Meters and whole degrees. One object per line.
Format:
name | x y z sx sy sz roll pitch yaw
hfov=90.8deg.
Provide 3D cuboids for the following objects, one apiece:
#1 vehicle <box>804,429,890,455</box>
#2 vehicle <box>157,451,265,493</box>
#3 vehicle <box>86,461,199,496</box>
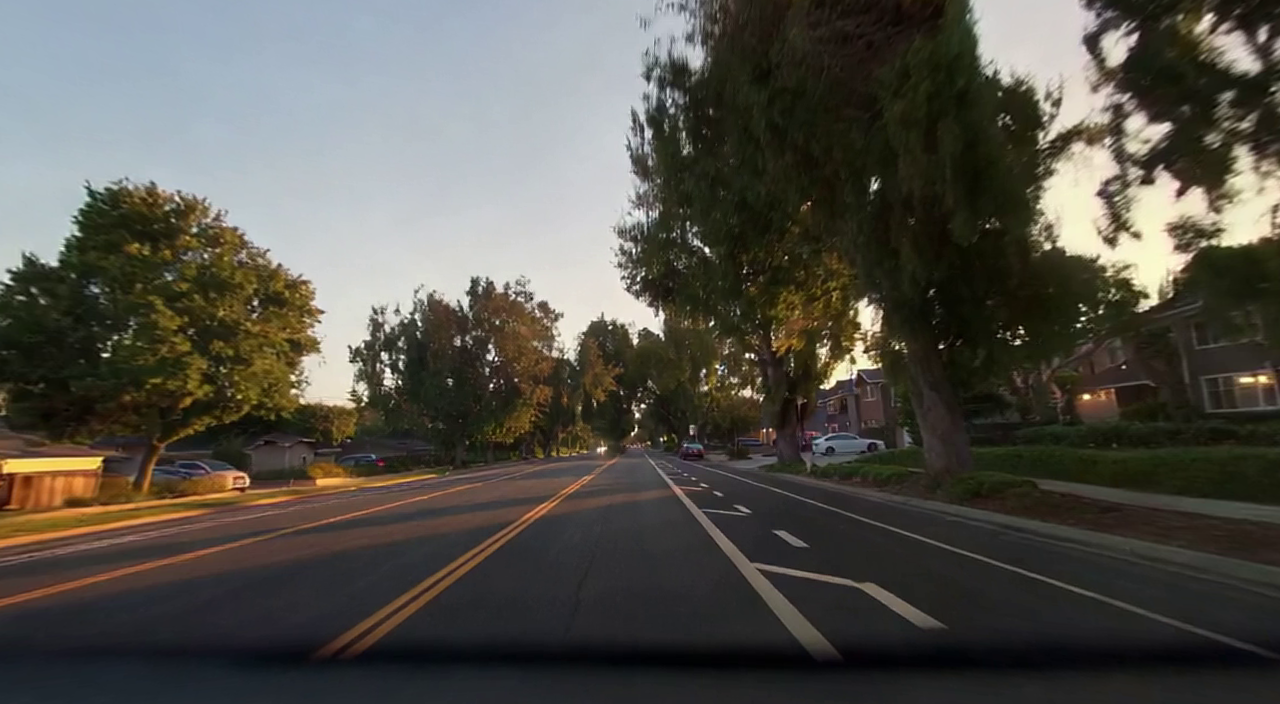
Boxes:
vehicle | 13.159 5.736 40.363 4.710 1.612 1.999 0 -8 -2
vehicle | -21.022 5.874 31.268 2.128 1.839 4.830 1 -9 -4
vehicle | -23.940 6.082 30.639 2.020 1.477 4.332 1 -9 -2
